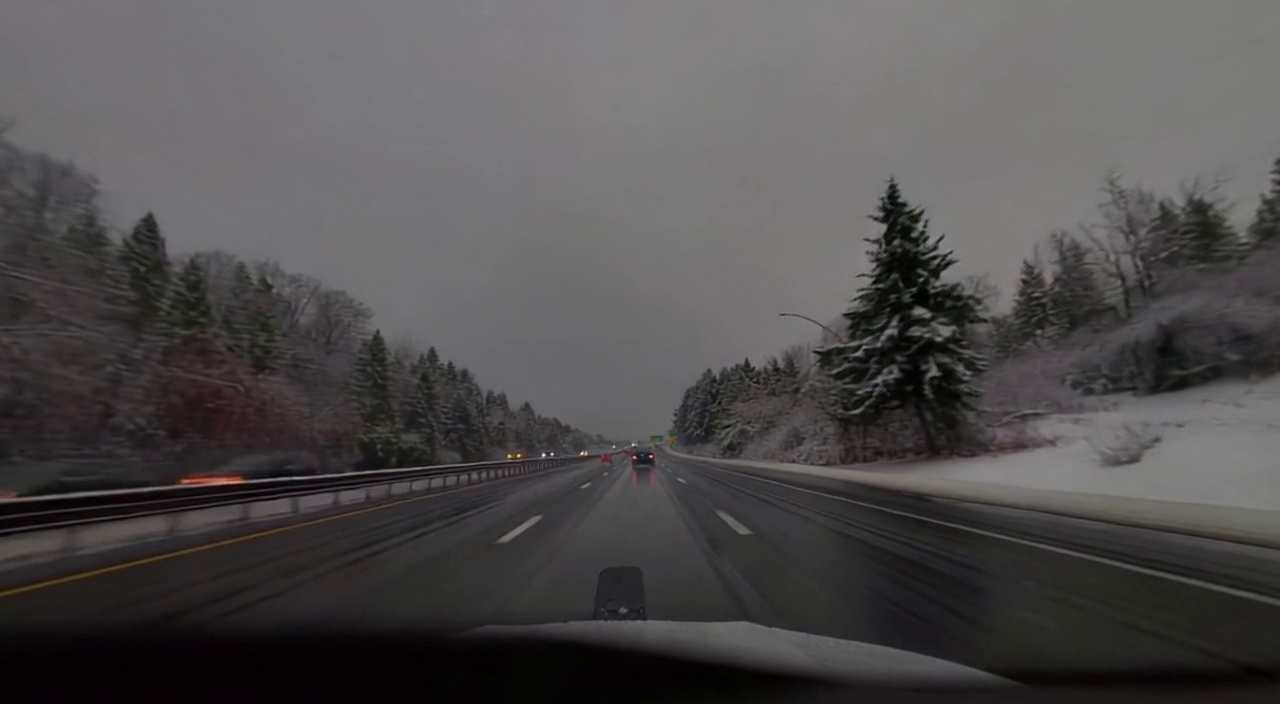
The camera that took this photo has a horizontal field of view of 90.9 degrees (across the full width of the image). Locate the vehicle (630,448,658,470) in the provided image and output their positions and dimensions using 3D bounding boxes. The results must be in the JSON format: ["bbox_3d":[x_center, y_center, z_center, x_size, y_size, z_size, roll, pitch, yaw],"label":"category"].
[{"bbox_3d":[0.281,7.828,46.228,1.964,1.483,4.016,0,-9,0],"label":"vehicle"}]

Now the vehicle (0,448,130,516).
[{"bbox_3d":[-15.846,3.208,15.879,2.078,1.558,4.558,0,-9,1],"label":"vehicle"}]

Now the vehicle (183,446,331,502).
[{"bbox_3d":[-11.814,3.772,19.844,1.949,1.547,4.188,0,-9,1],"label":"vehicle"}]
